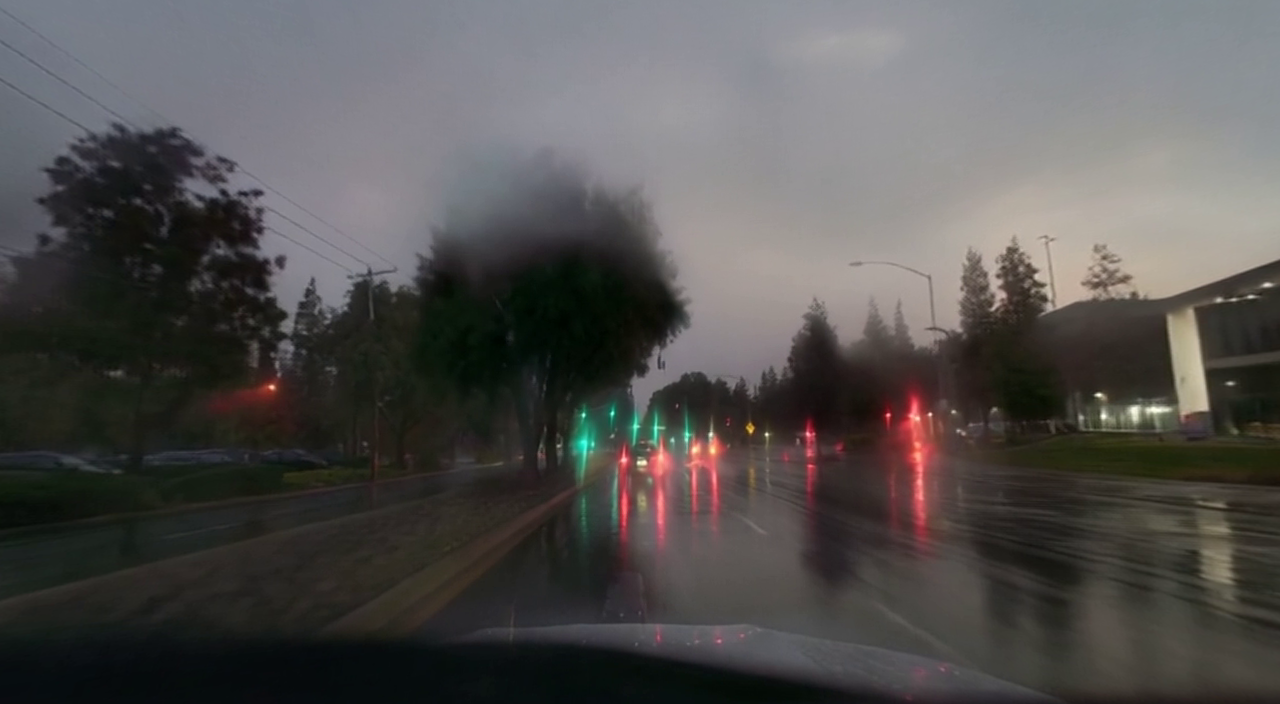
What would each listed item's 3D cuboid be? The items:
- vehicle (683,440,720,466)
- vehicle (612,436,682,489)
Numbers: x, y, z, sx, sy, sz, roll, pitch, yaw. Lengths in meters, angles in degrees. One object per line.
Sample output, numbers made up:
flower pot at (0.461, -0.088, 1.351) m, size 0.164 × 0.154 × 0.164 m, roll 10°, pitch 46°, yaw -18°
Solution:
vehicle at (4.187, 6.922, 43.349) m, size 1.987 × 1.613 × 4.081 m, roll 0°, pitch -9°, yaw -2°
vehicle at (0.193, 3.775, 21.891) m, size 2.181 × 1.639 × 4.127 m, roll 0°, pitch -9°, yaw 0°
